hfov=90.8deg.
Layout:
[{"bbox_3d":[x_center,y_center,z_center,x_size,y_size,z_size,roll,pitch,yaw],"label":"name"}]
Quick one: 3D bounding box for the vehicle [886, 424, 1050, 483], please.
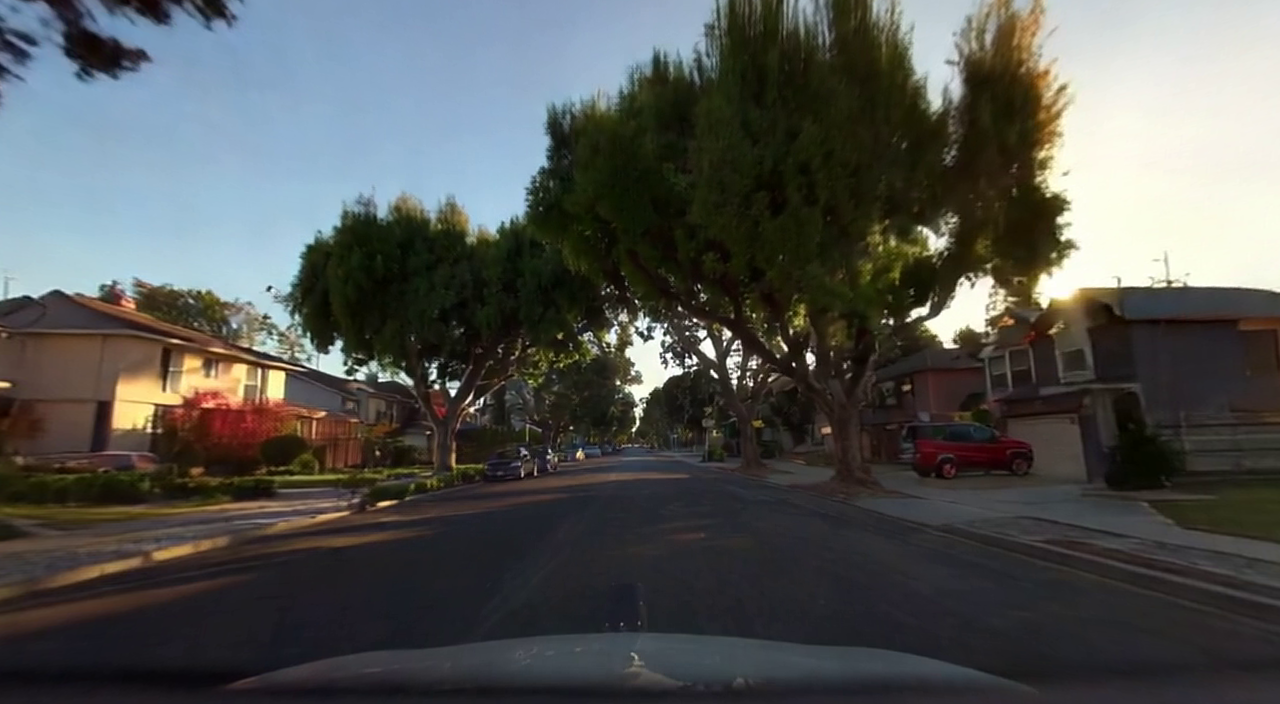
[{"bbox_3d":[11.260,3.498,21.853,4.626,1.880,1.980,1,-9,-8],"label":"vehicle"}]
